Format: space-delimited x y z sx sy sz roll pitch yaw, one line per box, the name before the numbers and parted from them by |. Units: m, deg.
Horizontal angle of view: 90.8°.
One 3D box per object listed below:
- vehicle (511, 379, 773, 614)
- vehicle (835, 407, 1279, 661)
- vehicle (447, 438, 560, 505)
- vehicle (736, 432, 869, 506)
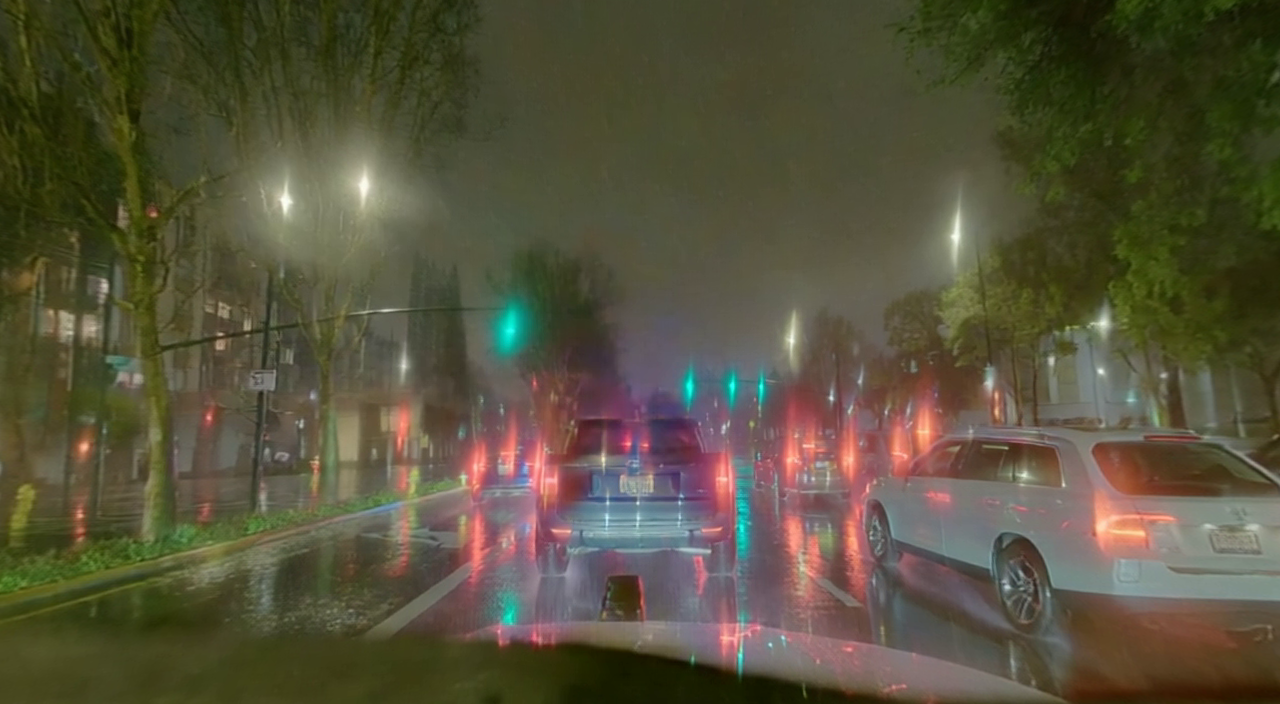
vehicle | -0.035 1.454 7.269 2.038 1.819 4.505 0 -8 -1
vehicle | 3.638 1.407 6.066 1.995 1.483 4.533 0 -8 -1
vehicle | -3.310 2.982 16.207 1.913 1.464 4.276 0 -8 0
vehicle | 3.639 2.704 15.049 1.940 1.474 4.234 0 -8 -1
